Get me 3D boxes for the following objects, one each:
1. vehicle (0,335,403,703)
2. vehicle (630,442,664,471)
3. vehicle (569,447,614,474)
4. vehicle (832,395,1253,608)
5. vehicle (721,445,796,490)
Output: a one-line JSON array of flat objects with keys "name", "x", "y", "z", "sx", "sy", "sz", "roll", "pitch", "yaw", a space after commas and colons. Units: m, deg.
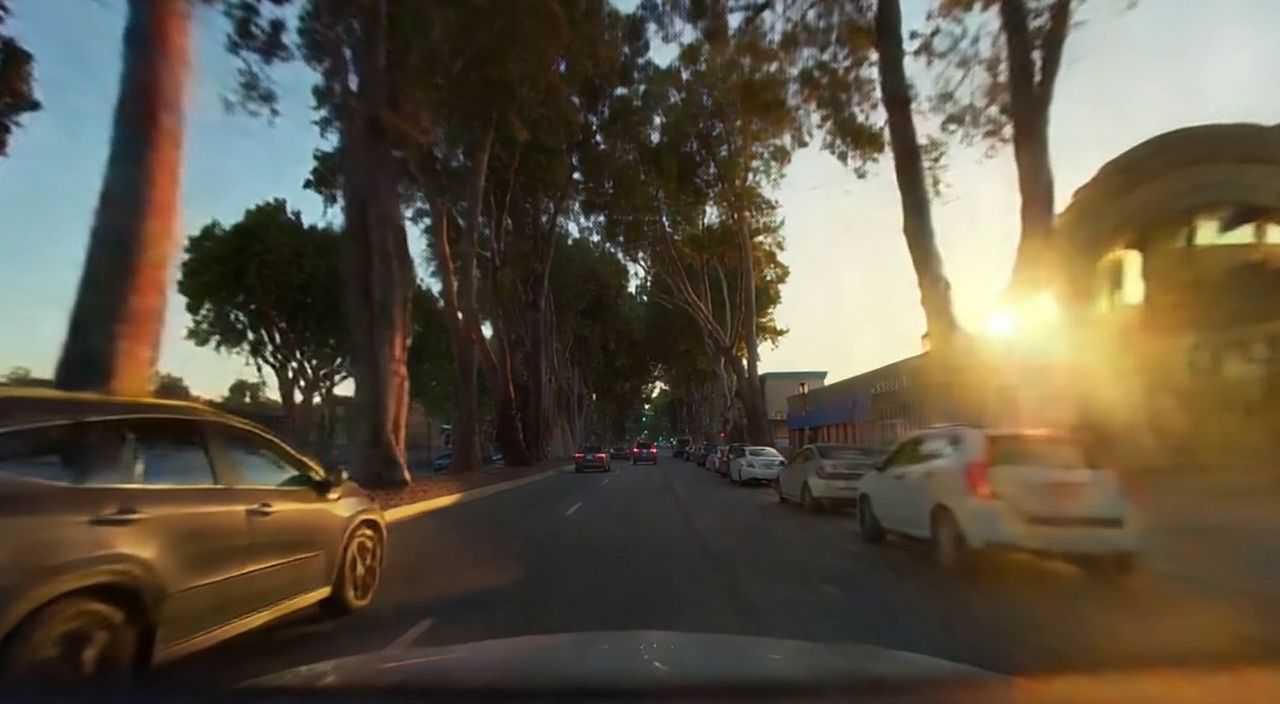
[{"name": "vehicle", "x": -3.294, "y": 0.970, "z": 3.276, "sx": 2.186, "sy": 1.708, "sz": 4.746, "roll": 0, "pitch": -9, "yaw": 1}, {"name": "vehicle", "x": 0.451, "y": 6.800, "z": 41.137, "sx": 2.075, "sy": 1.770, "sz": 4.018, "roll": 0, "pitch": -9, "yaw": 0}, {"name": "vehicle", "x": -2.762, "y": 6.337, "z": 37.067, "sx": 2.151, "sy": 1.484, "sz": 4.468, "roll": 0, "pitch": -9, "yaw": 1}, {"name": "vehicle", "x": 4.207, "y": 1.654, "z": 7.921, "sx": 2.068, "sy": 1.809, "sz": 4.889, "roll": 0, "pitch": -9, "yaw": 1}, {"name": "vehicle", "x": 4.336, "y": 4.290, "z": 23.752, "sx": 1.887, "sy": 1.517, "sz": 4.257, "roll": 0, "pitch": -9, "yaw": -1}]
